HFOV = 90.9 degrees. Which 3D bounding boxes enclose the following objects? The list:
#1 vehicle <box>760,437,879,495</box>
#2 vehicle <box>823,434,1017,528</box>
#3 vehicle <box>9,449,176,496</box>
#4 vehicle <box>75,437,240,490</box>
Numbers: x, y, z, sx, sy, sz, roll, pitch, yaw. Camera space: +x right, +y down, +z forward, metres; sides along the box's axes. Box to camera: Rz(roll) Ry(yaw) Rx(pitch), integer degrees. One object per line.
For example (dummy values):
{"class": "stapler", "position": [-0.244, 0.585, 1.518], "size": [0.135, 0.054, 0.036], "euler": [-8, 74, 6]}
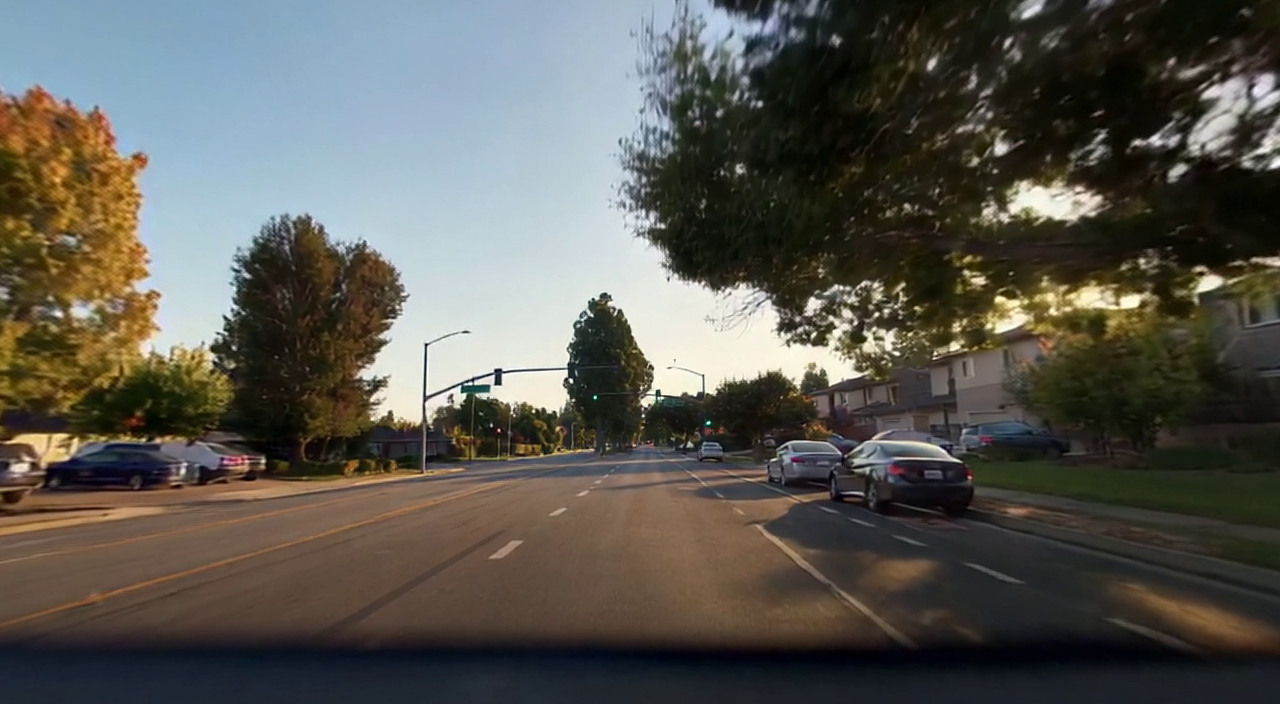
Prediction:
{"class": "vehicle", "position": [5.234, 3.375, 19.158], "size": [1.997, 1.521, 4.747], "euler": [0, -9, -3]}
{"class": "vehicle", "position": [5.116, 2.393, 12.262], "size": [1.895, 1.487, 4.176], "euler": [0, -9, 1]}
{"class": "vehicle", "position": [-19.325, 4.254, 22.406], "size": [4.145, 1.555, 1.901], "euler": [0, -8, 1]}
{"class": "vehicle", "position": [-19.525, 4.509, 25.666], "size": [4.852, 2.017, 2.342], "euler": [-1, -9, 4]}
